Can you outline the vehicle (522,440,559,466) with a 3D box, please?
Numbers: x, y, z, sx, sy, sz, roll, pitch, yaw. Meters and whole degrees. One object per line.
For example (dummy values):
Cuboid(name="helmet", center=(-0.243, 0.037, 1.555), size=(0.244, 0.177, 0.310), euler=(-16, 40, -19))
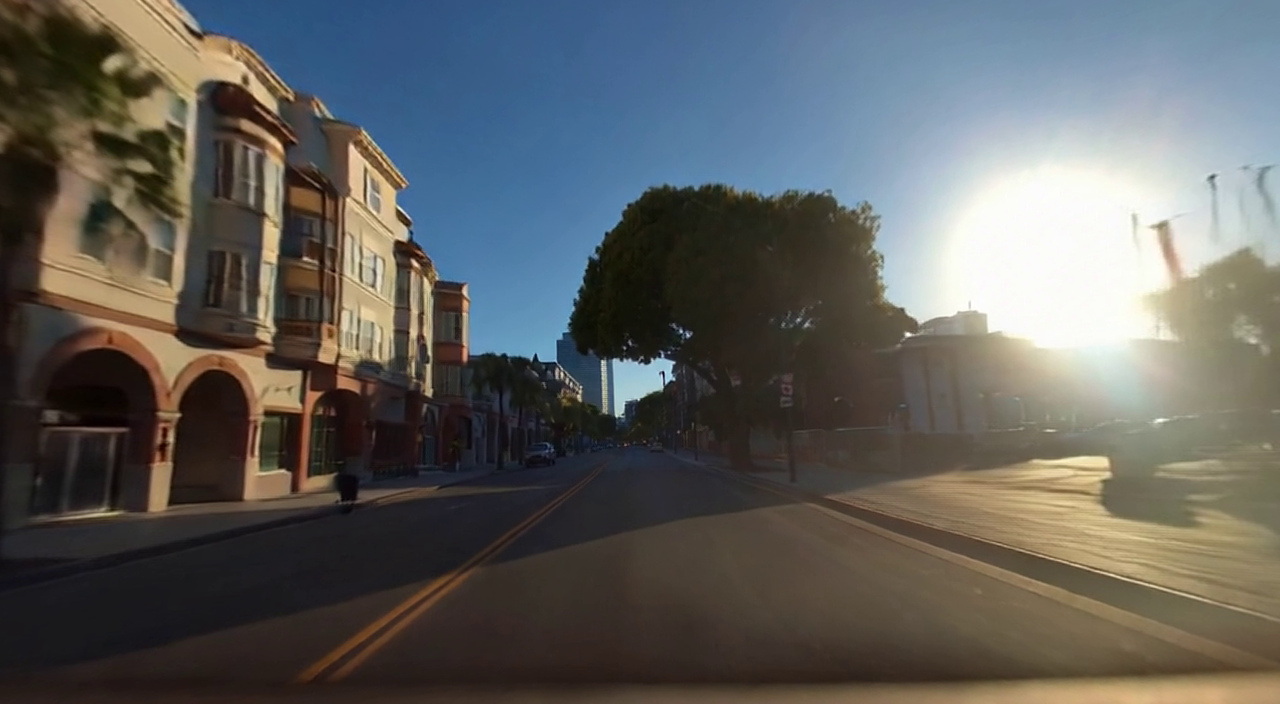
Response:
Cuboid(name="vehicle", center=(-6.927, 7.115, 44.468), size=(1.946, 1.640, 4.430), euler=(-2, -9, -1))
